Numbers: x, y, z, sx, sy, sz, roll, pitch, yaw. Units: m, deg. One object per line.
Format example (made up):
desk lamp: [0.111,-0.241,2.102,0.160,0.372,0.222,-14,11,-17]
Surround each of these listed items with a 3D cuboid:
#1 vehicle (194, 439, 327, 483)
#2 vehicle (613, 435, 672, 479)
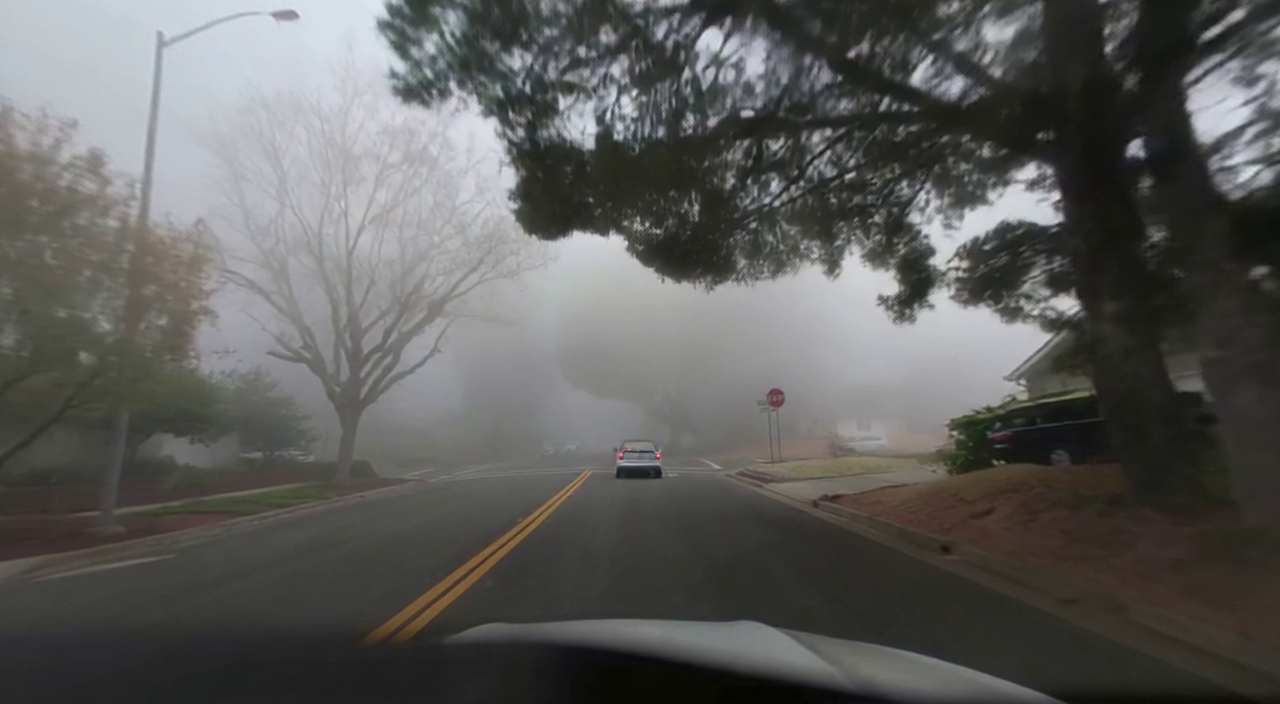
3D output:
vehicle: [-20.771,6.020,34.727,5.796,1.946,2.391,-4,-10,-2]
vehicle: [0.036,3.957,23.916,2.043,1.484,4.340,0,-9,-2]
